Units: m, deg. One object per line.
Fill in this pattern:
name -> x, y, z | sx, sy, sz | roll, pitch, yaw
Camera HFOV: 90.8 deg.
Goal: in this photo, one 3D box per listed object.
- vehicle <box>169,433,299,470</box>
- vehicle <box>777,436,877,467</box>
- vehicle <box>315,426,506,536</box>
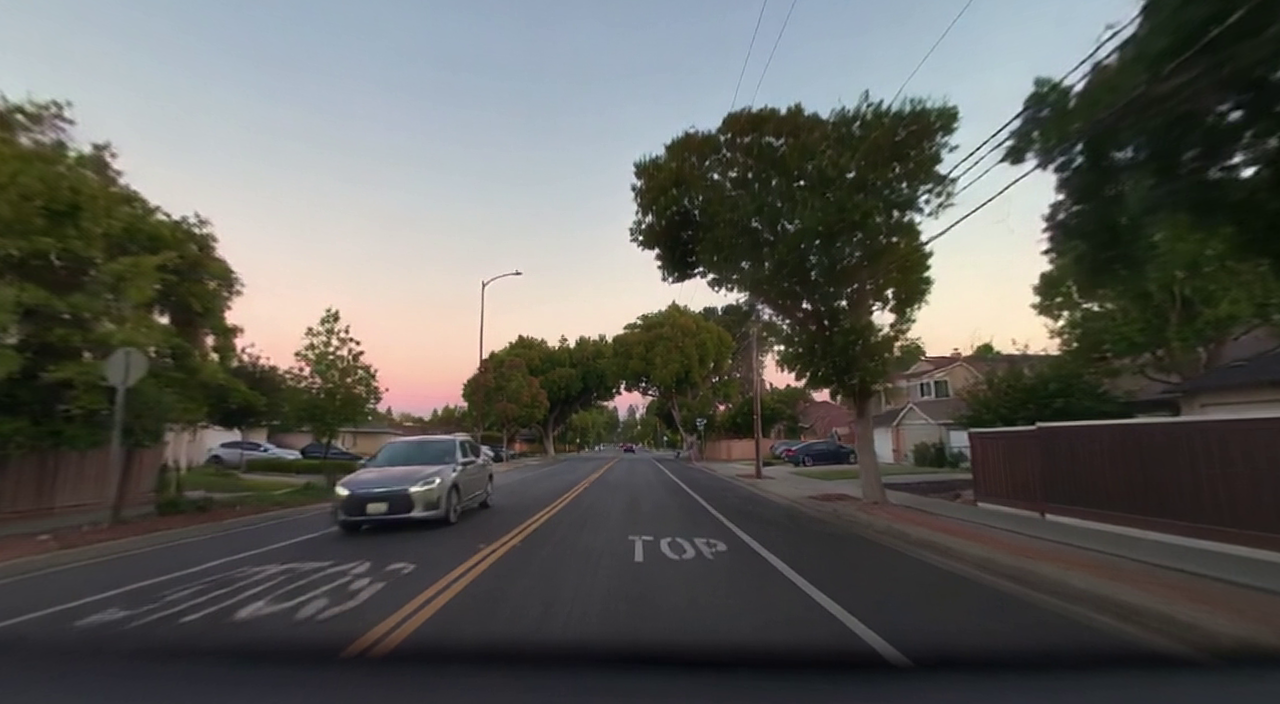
vehicle -> -22.013, 5.424, 34.515 | 5.369, 1.862, 2.338 | 2, -8, -9
vehicle -> 10.521, 5.615, 35.687 | 4.908, 1.537, 2.065 | -1, -9, -5
vehicle -> -3.844, 2.197, 11.443 | 1.935, 1.595, 3.972 | 1, -8, 0
